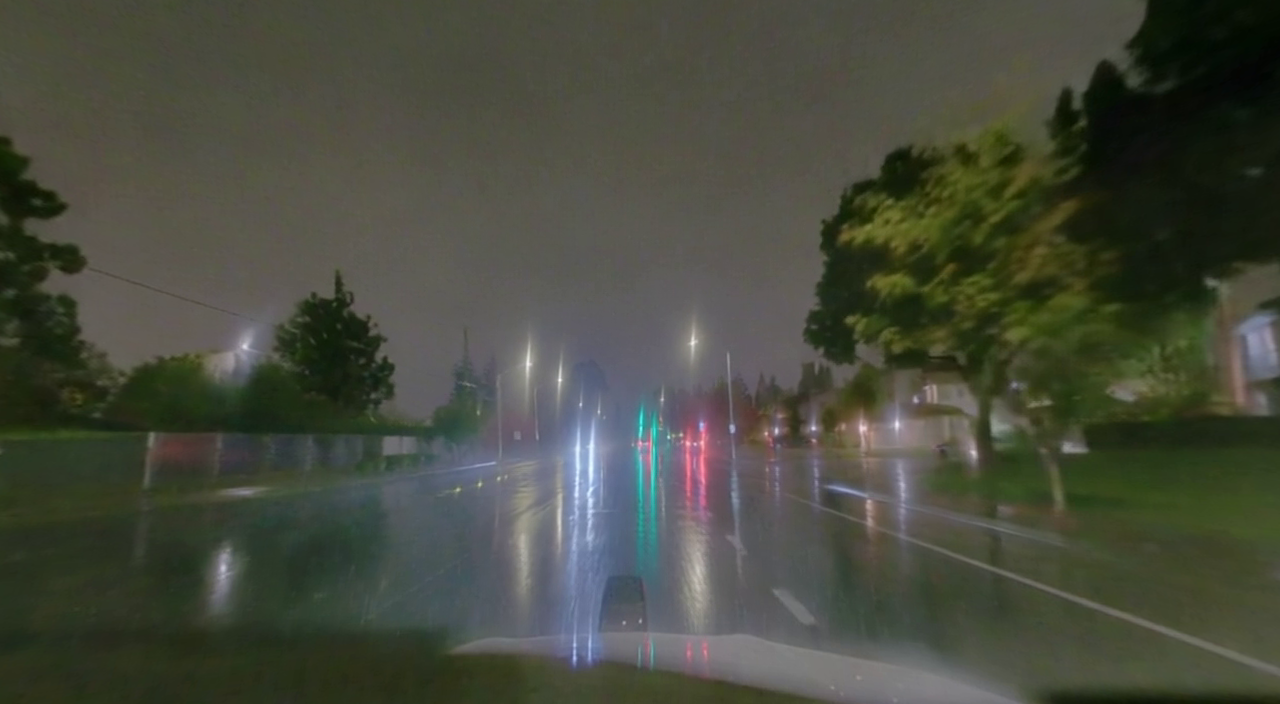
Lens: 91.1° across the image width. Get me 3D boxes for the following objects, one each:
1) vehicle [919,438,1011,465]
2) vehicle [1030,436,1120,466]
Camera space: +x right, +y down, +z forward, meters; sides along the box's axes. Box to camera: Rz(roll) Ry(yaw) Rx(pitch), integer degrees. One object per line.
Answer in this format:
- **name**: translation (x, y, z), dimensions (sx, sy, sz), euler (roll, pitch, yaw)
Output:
- **vehicle**: translation (20.936, 6.393, 40.496), dimensions (4.849, 1.470, 2.041), euler (-1, -7, -7)
- **vehicle**: translation (28.736, 6.543, 41.550), dimensions (4.686, 1.536, 2.037), euler (6, -9, -5)
